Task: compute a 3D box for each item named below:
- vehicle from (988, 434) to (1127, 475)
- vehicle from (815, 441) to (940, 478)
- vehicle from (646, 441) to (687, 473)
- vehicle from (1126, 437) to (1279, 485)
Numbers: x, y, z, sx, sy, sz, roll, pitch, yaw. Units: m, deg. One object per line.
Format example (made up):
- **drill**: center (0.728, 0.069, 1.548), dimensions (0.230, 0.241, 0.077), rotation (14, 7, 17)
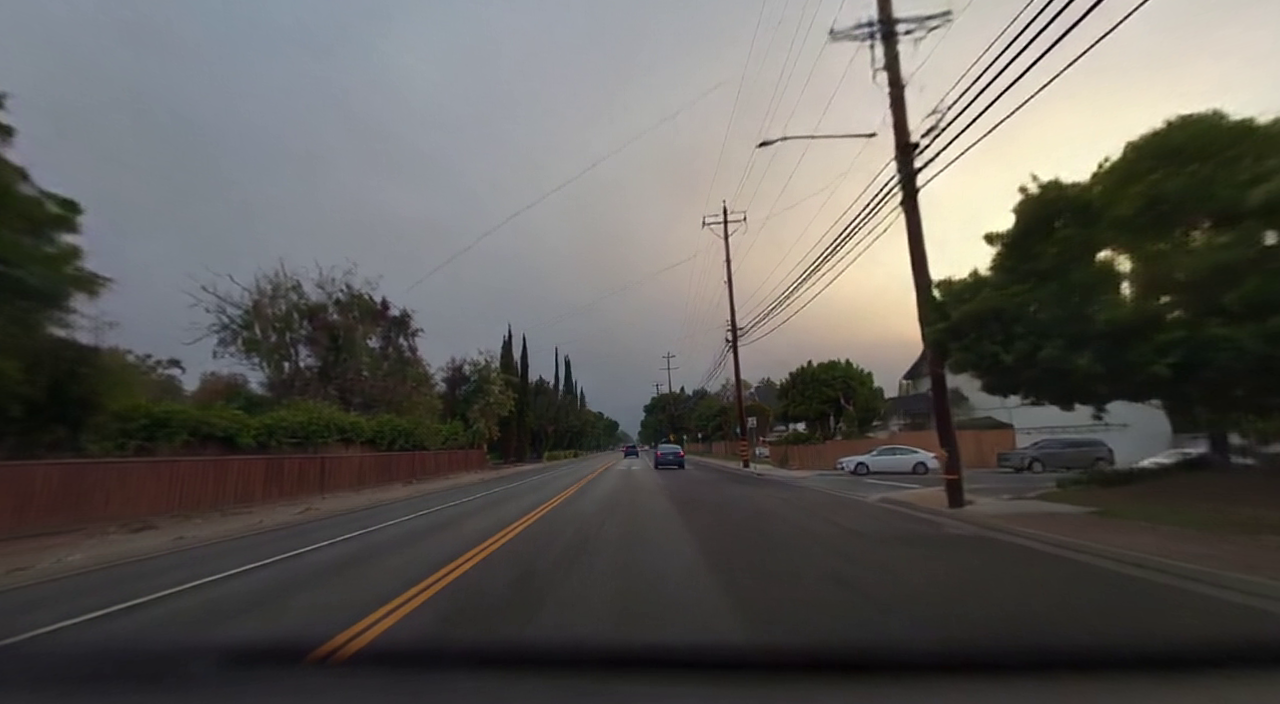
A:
- **vehicle**: center (18.064, 4.464, 27.499), dimensions (4.566, 1.691, 1.996), rotation (0, -9, 0)
- **vehicle**: center (10.007, 4.548, 26.850), dimensions (4.511, 1.473, 1.962), rotation (0, -8, -2)
- **vehicle**: center (1.303, 5.378, 32.497), dimensions (1.975, 1.497, 3.647), rotation (0, -9, 0)
- **vehicle**: center (19.359, 3.556, 20.800), dimensions (4.869, 1.477, 2.076), rotation (-1, -9, 2)
